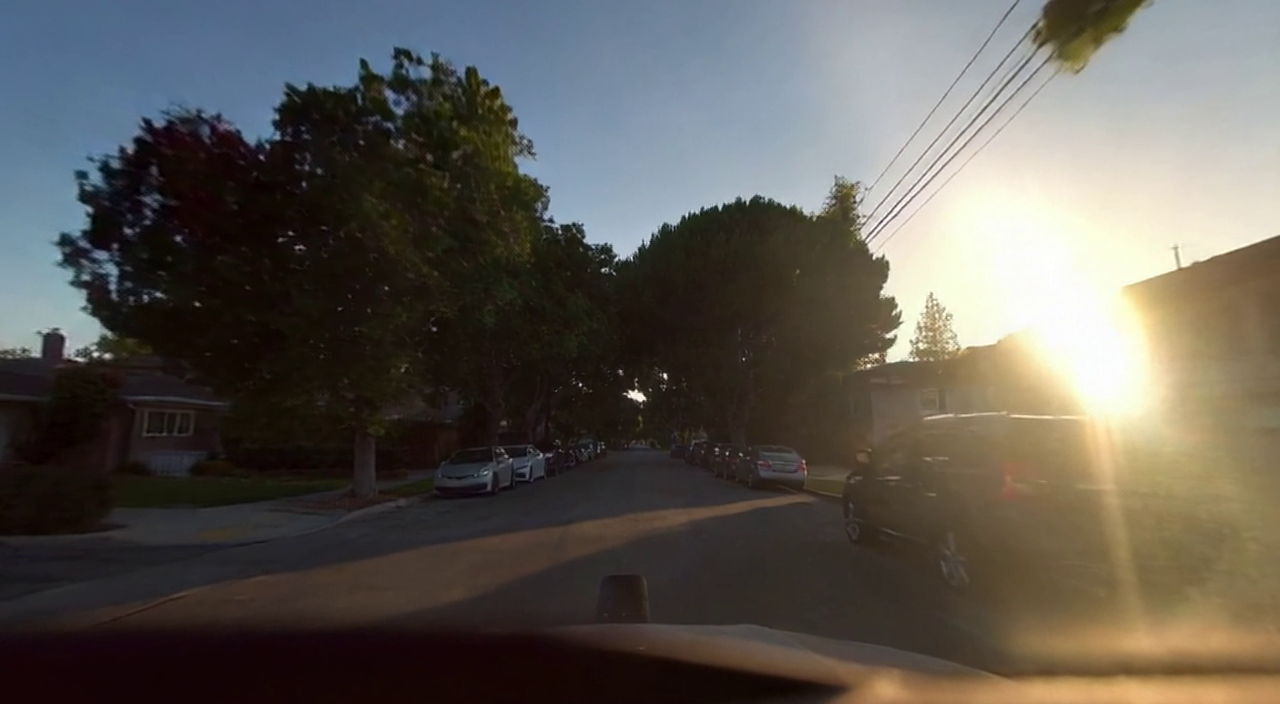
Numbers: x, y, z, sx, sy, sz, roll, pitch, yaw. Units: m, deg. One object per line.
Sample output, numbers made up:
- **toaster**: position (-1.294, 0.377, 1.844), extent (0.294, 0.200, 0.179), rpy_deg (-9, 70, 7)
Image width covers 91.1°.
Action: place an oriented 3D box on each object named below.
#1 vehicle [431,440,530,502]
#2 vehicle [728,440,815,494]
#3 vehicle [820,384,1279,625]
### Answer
- **vehicle**: position (-4.462, 3.363, 18.258), extent (1.870, 1.562, 4.212), rpy_deg (0, -8, -2)
- **vehicle**: position (4.119, 3.665, 20.452), extent (1.862, 1.525, 4.421), rpy_deg (0, -8, 0)
- **vehicle**: position (4.086, 1.579, 7.611), extent (2.215, 1.897, 5.131), rpy_deg (0, -8, 0)
